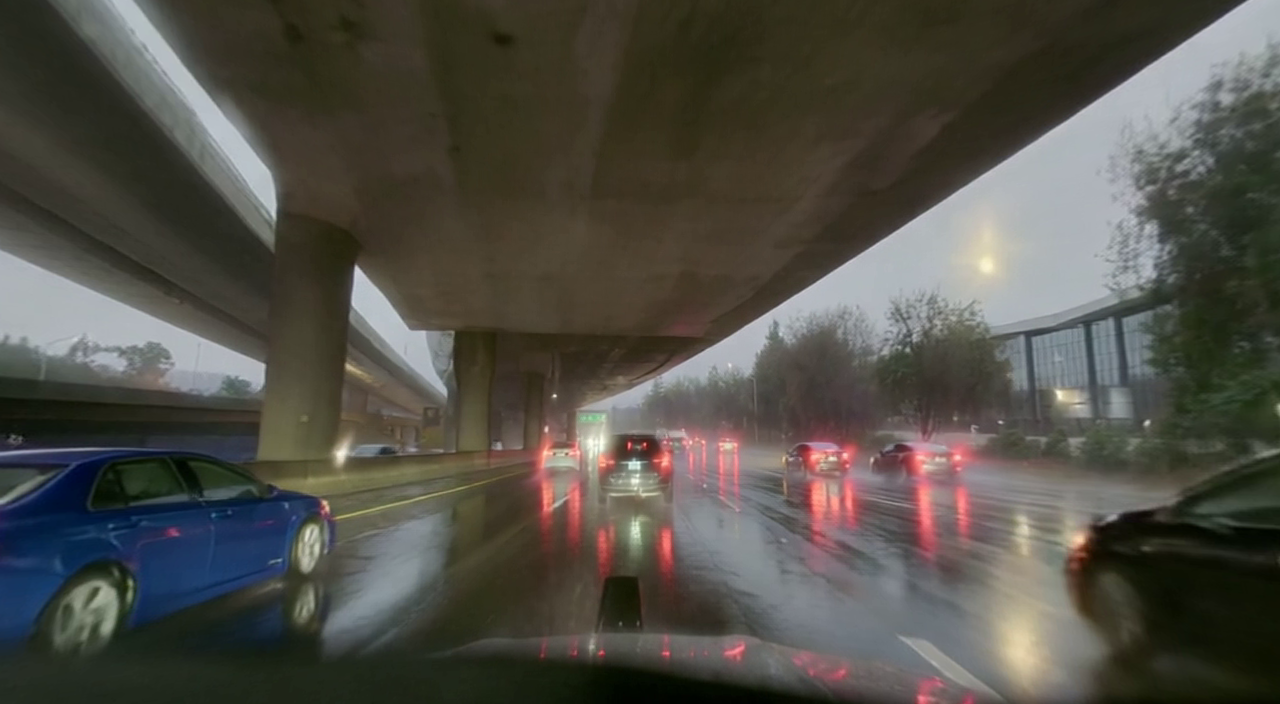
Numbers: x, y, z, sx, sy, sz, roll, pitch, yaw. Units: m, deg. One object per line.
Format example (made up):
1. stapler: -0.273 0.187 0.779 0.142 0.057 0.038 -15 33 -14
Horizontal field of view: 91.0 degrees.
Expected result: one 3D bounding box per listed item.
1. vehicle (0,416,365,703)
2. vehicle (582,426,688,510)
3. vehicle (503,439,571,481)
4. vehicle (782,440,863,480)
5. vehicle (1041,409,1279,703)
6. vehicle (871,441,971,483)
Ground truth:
1. vehicle: -4.310 1.375 5.276 1.974 1.478 4.412 0 -9 0
2. vehicle: -0.071 2.705 15.048 2.181 1.697 4.021 0 -9 1
3. vehicle: -4.014 4.306 25.309 1.947 1.516 4.295 0 -9 1
4. vehicle: 7.597 4.544 26.699 2.049 1.521 4.604 0 -9 0
5. vehicle: 3.899 0.918 2.170 2.031 1.492 4.577 0 -9 0
6. vehicle: 11.258 4.410 25.612 2.008 1.516 4.385 0 -9 0
